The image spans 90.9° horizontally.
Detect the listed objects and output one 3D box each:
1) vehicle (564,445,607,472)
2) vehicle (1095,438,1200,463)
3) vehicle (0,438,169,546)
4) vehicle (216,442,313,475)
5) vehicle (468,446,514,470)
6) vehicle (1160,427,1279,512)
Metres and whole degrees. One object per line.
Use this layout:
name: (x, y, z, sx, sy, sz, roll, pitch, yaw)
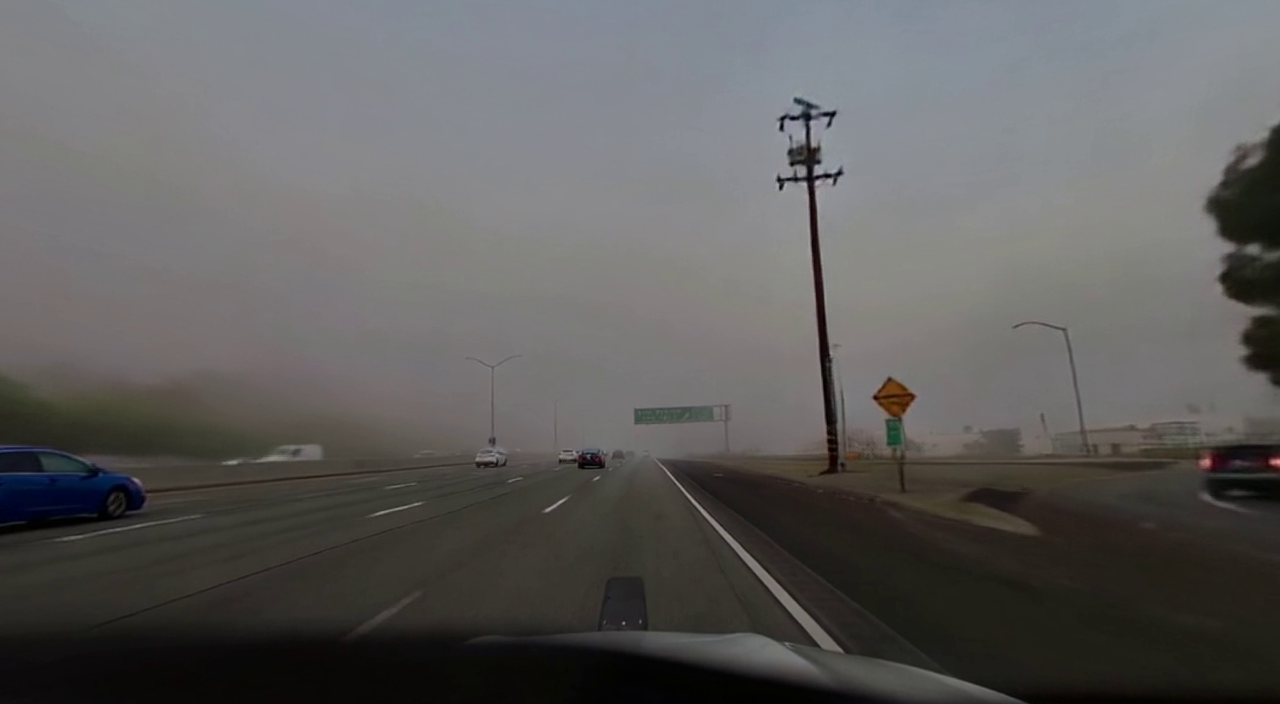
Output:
vehicle: (-3.121, 6.248, 37.089, 2.050, 1.479, 4.342, 0, -9, 1)
vehicle: (32.992, 6.453, 41.186, 4.798, 1.545, 2.042, -3, -9, 18)
vehicle: (-10.191, 2.116, 9.747, 2.002, 1.526, 4.822, 0, -9, 1)
vehicle: (-22.412, 6.395, 38.038, 2.197, 1.815, 5.802, 0, -9, 1)
vehicle: (-9.809, 7.012, 41.794, 1.930, 1.490, 3.955, 0, -9, 1)
vehicle: (14.985, 2.833, 15.630, 2.127, 1.815, 4.777, -4, -10, 27)
